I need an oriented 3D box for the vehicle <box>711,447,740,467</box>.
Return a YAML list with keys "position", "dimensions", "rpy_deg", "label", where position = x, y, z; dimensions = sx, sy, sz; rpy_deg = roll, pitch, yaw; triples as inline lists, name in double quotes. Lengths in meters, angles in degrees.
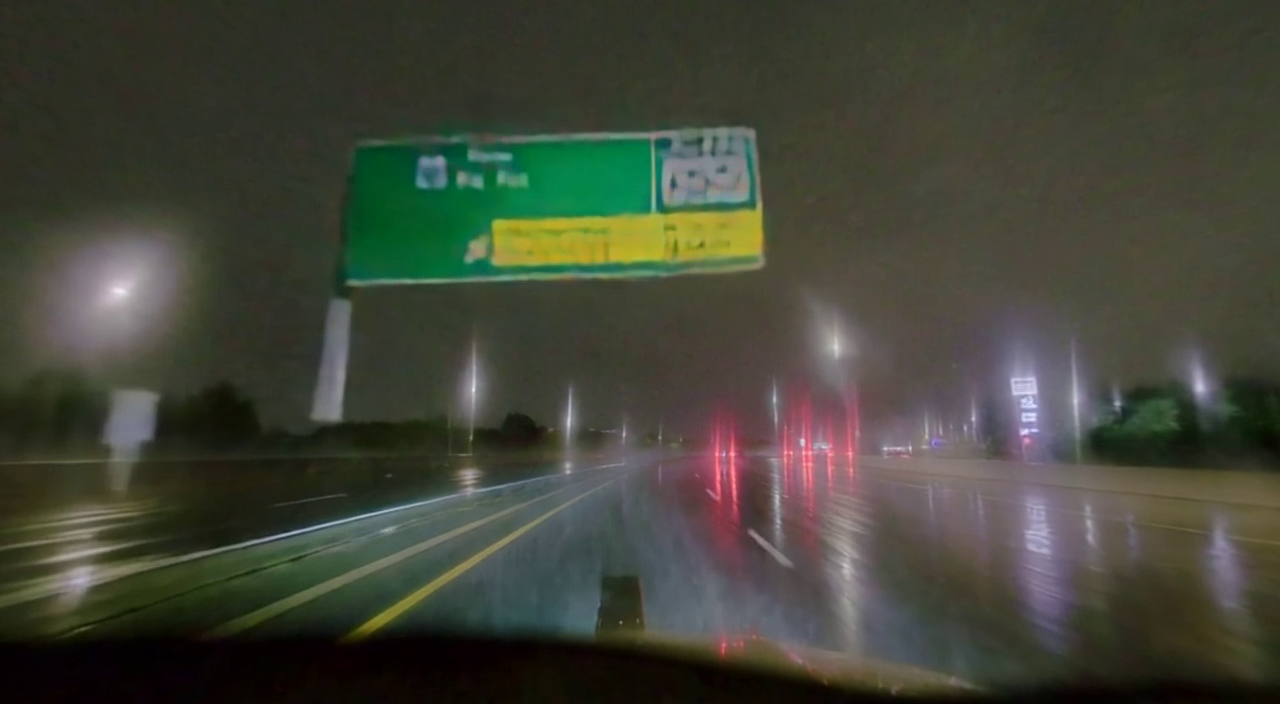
- position: [6.638, 8.177, 49.430]
  dimensions: [1.874, 1.506, 4.116]
  rpy_deg: [-1, -9, 4]
  label: "vehicle"
